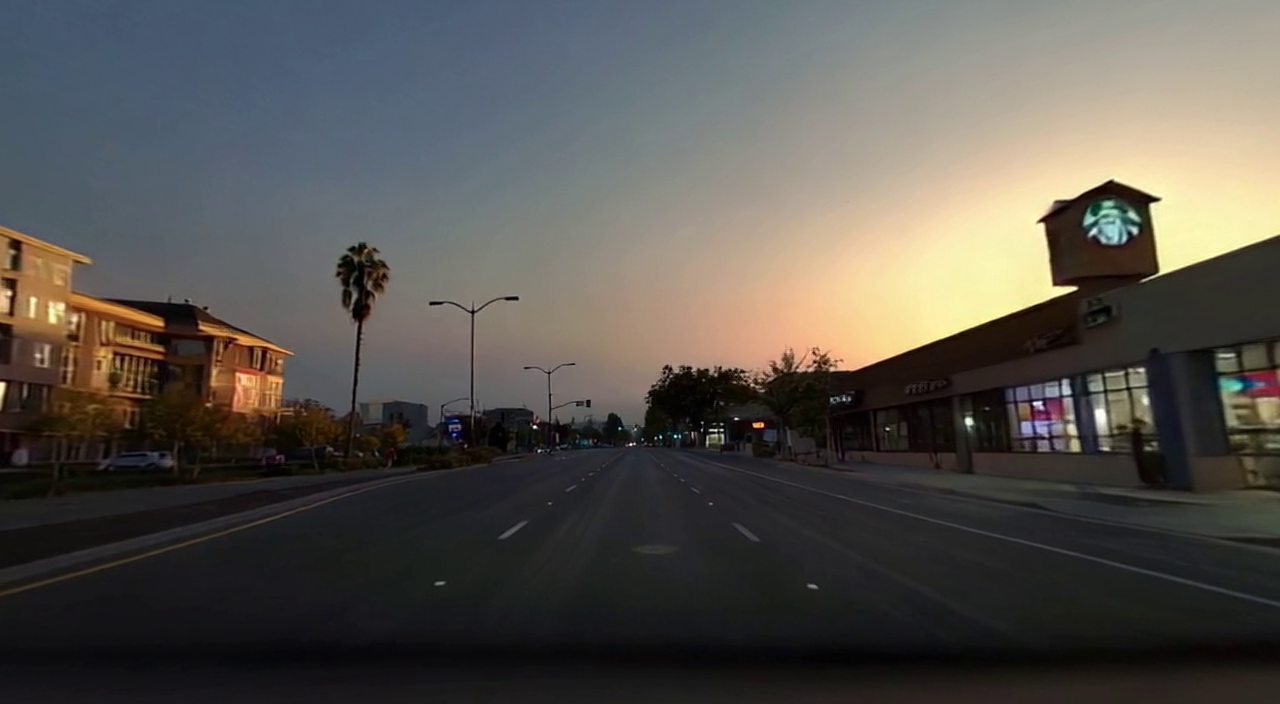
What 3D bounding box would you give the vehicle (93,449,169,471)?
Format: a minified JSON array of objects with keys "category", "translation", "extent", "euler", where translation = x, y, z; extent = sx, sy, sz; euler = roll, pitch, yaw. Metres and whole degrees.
[{"category":"vehicle","translation":[-34.499,7.325,42.866],"extent":[3.557,1.432,1.774],"euler":[0,-8,0]}]
